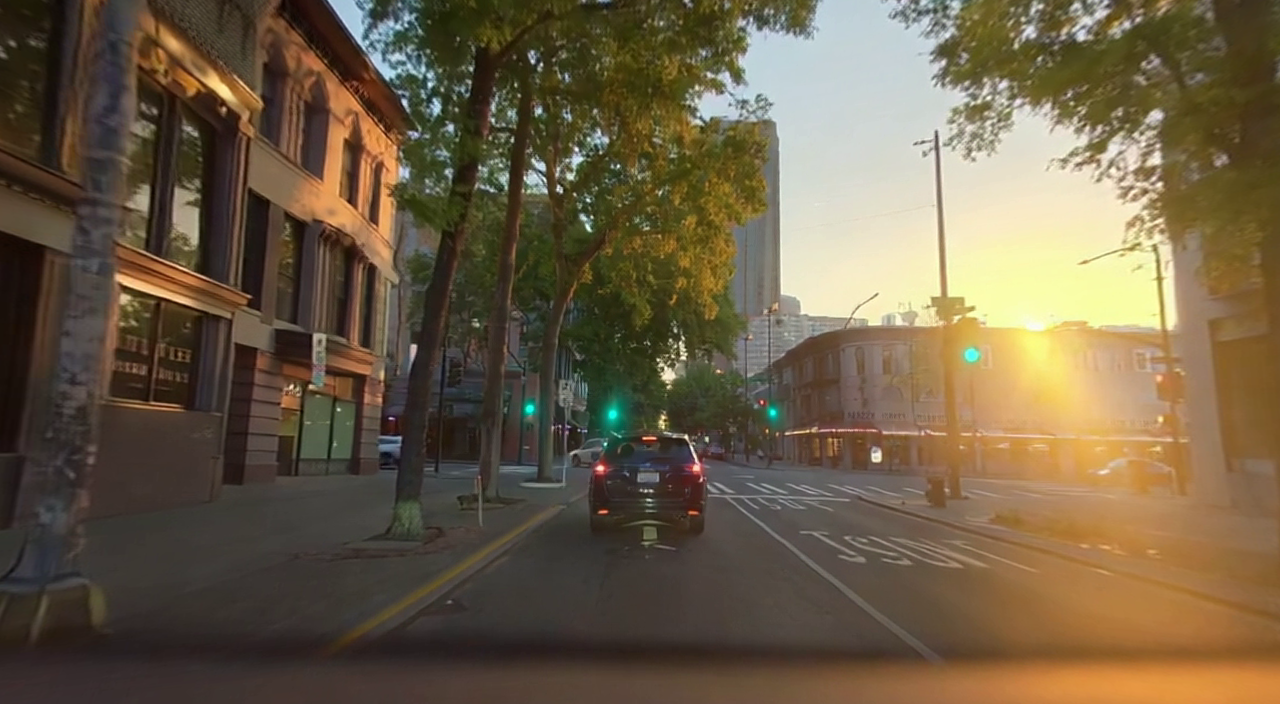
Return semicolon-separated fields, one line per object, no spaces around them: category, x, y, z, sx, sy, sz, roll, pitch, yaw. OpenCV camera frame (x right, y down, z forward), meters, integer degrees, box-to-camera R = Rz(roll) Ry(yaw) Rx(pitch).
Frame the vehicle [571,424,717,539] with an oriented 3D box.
vehicle;0.106;2.133;10.951;2.079;1.621;3.861;-1;-8;2

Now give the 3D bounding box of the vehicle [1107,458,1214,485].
vehicle;30.453;7.000;36.963;4.668;1.441;1.904;0;-8;-4

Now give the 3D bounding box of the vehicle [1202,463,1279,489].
vehicle;36.192;7.248;37.046;4.457;1.409;1.873;0;-8;1
